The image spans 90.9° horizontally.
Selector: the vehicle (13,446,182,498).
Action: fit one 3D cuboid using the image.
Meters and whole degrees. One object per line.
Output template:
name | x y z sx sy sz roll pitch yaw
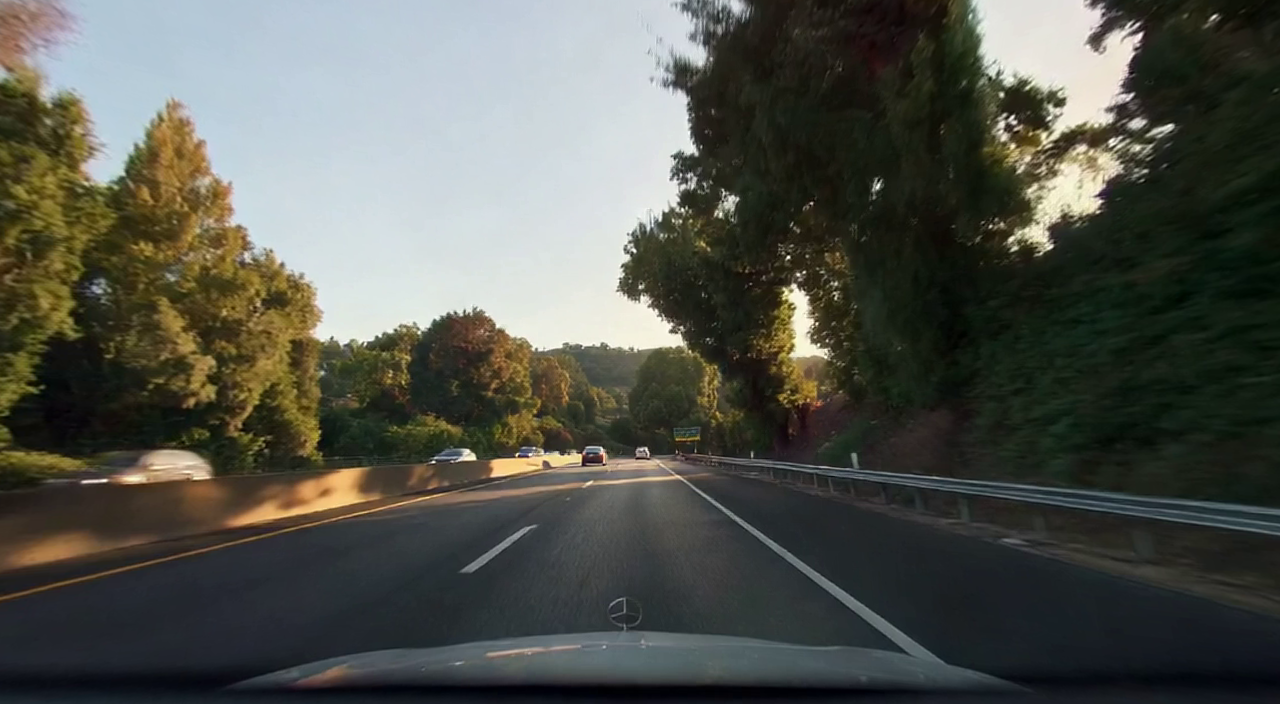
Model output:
vehicle | -16.452 3.625 19.406 1.768 1.435 3.802 0 -9 1
